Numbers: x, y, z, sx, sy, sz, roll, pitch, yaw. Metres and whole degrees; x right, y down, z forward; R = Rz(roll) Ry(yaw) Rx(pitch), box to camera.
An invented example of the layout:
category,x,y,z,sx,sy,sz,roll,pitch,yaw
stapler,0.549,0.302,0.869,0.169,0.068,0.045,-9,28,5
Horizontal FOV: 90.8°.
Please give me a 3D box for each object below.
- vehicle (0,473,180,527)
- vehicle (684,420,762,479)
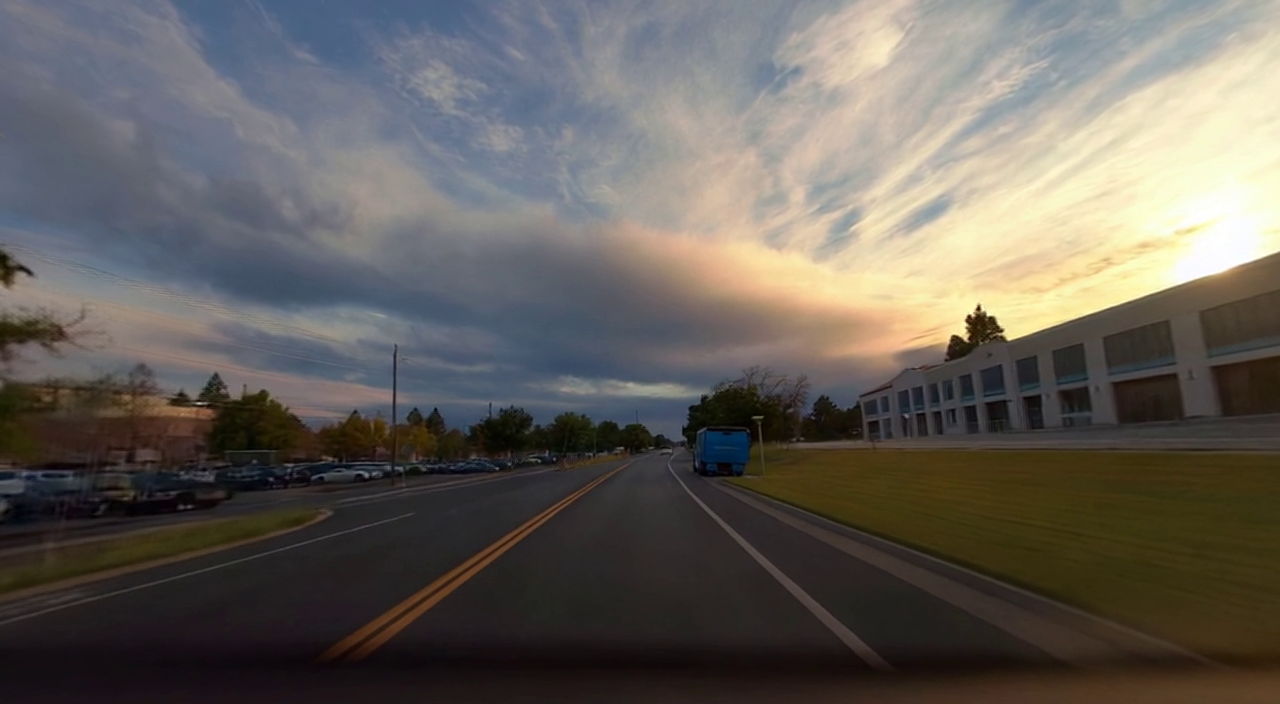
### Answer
category,x,y,z,sx,sy,sz,roll,pitch,yaw
vehicle,-22.330,5.967,25.957,2.233,1.709,5.161,-3,-9,16
vehicle,4.691,5.845,38.142,3.282,3.067,10.181,0,-9,0
